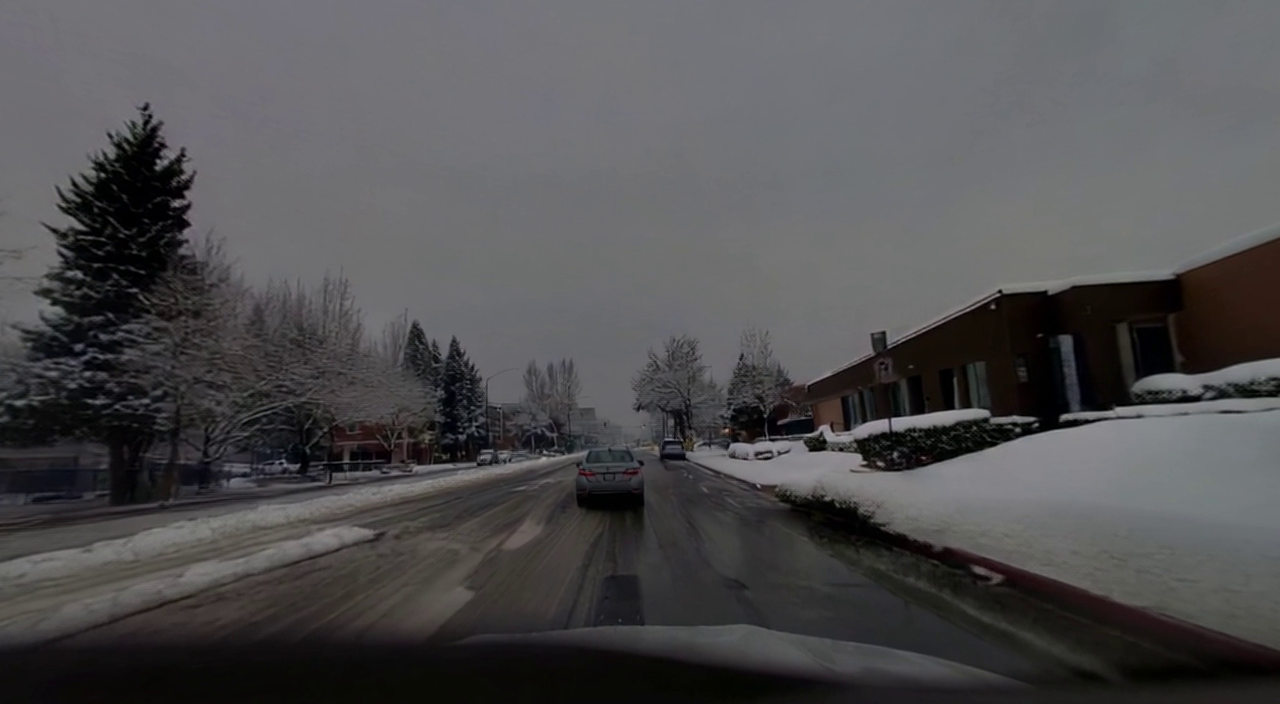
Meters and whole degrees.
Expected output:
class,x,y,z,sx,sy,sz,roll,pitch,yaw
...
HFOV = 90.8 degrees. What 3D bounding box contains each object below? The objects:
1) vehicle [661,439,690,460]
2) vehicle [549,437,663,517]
class,x,y,z,sx,sy,sz,roll,pitch,yaw
vehicle,2.594,7.266,46.999,1.972,1.484,3.974,0,-9,0
vehicle,-0.752,2.669,14.054,2.116,1.479,4.358,0,-9,-3
